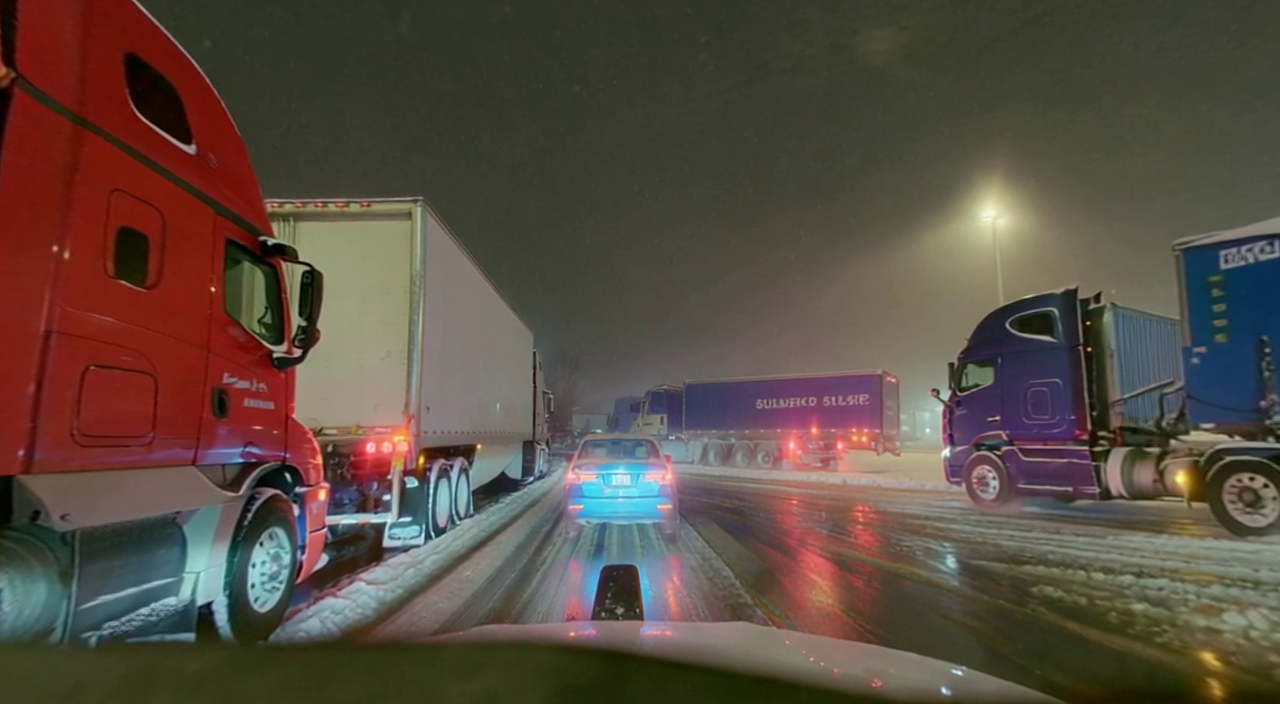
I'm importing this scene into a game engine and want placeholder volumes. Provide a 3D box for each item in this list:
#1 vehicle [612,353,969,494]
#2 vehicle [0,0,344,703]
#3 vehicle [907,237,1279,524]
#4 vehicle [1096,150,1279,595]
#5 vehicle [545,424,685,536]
[{"bbox_3d":[4.614,3.035,24.811,2.877,4.124,14.516,4,-10,-41],"label":"vehicle"},{"bbox_3d":[-3.961,-0.170,0.643,2.986,3.391,9.523,0,-9,-2],"label":"vehicle"},{"bbox_3d":[10.743,0.481,9.890,11.409,4.186,2.923,-8,-12,41],"label":"vehicle"},{"bbox_3d":[11.159,-0.340,3.272,13.564,4.152,3.110,-9,-12,42],"label":"vehicle"},{"bbox_3d":[-0.405,2.270,11.640,2.140,1.682,3.971,0,-9,-1],"label":"vehicle"}]
